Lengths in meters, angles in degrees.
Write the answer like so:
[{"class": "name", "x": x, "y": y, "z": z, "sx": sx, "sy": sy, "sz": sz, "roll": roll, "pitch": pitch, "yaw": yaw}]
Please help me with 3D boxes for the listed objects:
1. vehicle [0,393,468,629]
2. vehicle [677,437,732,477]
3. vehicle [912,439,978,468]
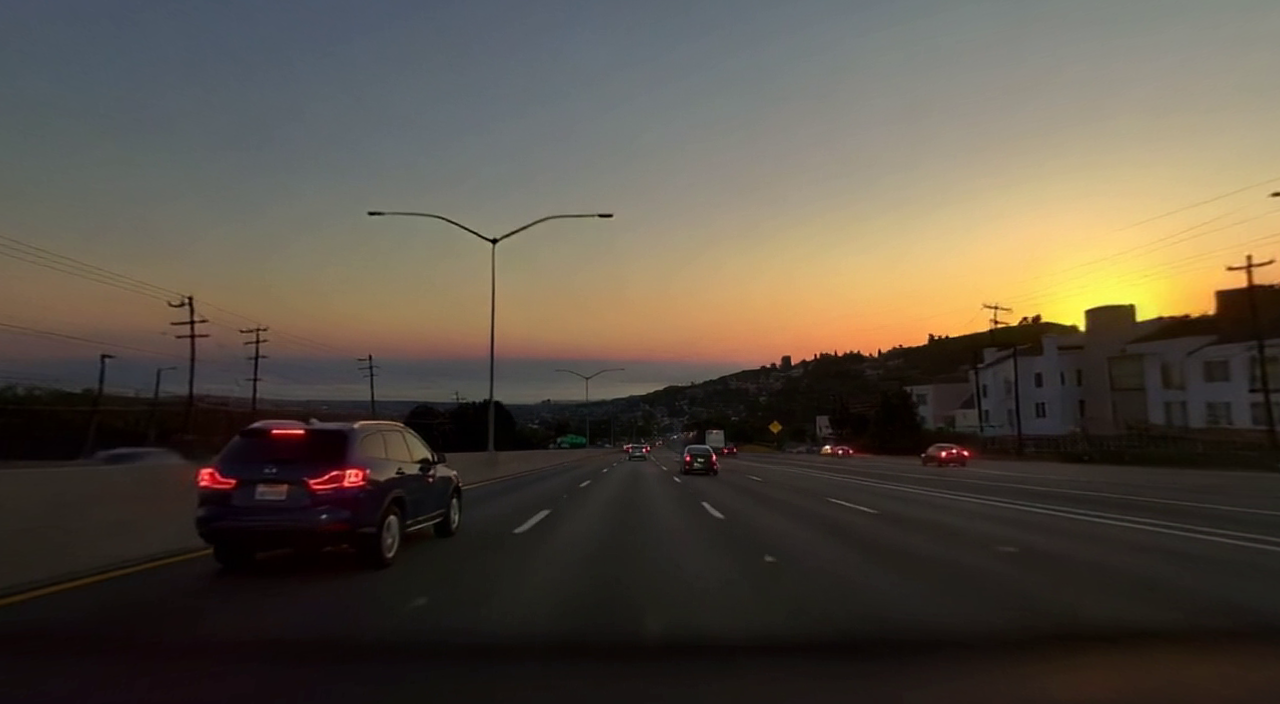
[{"class": "vehicle", "x": -3.575, "y": 1.481, "z": 6.909, "sx": 2.099, "sy": 1.682, "sz": 4.590, "roll": 0, "pitch": -8, "yaw": 0}, {"class": "vehicle", "x": 2.870, "y": 4.789, "z": 29.040, "sx": 1.997, "sy": 1.638, "sz": 4.281, "roll": 0, "pitch": -8, "yaw": -1}, {"class": "vehicle", "x": 19.763, "y": 6.594, "z": 41.175, "sx": 2.070, "sy": 1.782, "sz": 5.006, "roll": -1, "pitch": -9, "yaw": 4}]
